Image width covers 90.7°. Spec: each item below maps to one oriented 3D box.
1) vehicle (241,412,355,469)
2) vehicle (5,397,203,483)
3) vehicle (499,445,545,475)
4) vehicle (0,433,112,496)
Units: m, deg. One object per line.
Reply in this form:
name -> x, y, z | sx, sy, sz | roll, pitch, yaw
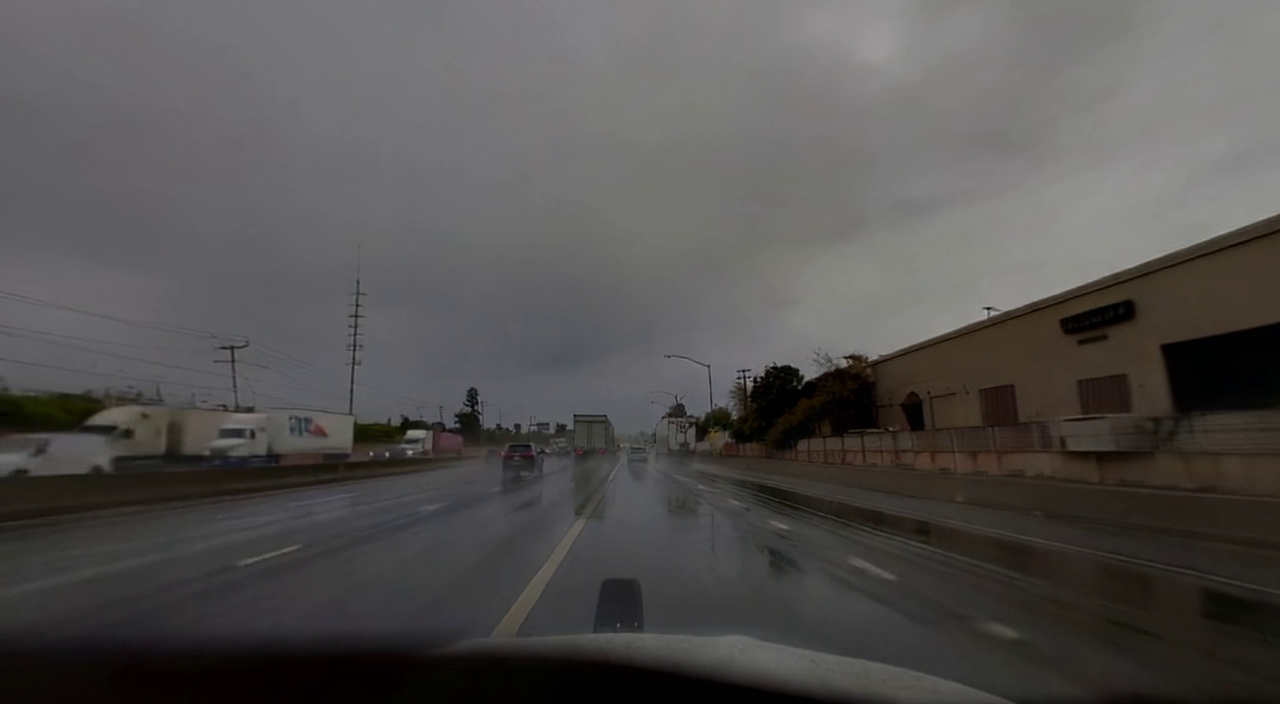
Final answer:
vehicle -> -23.414, 6.219, 44.126 | 2.915, 3.535, 9.511 | 0, -9, -2
vehicle -> -26.889, 4.553, 32.564 | 2.985, 3.820, 8.369 | 0, -9, -2
vehicle -> -7.079, 6.469, 38.284 | 2.132, 1.679, 4.045 | 0, -9, -2
vehicle -> -18.904, 3.251, 18.381 | 2.180, 1.717, 5.809 | 0, -9, -1
